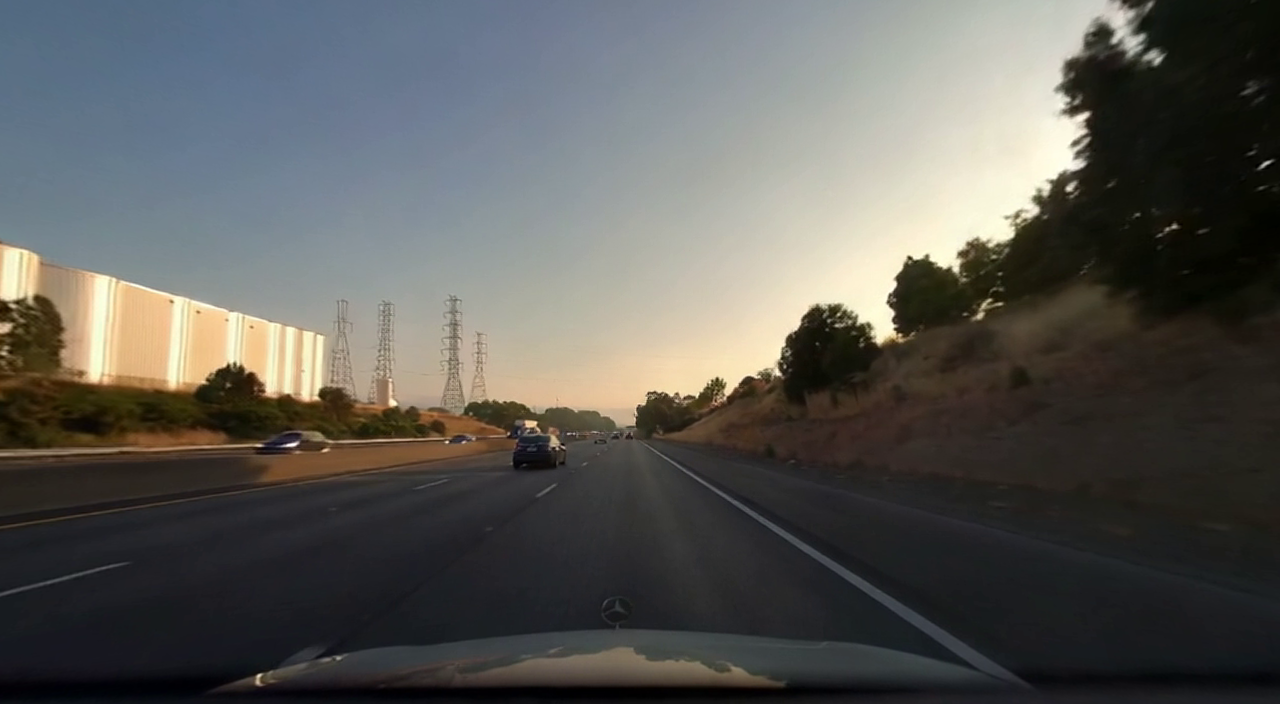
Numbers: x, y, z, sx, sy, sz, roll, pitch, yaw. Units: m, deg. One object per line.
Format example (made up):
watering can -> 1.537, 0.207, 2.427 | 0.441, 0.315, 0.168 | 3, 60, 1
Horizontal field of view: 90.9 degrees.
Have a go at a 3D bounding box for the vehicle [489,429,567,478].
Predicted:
vehicle -> -3.671, 3.397, 21.430 | 1.952, 1.462, 3.969 | 0, -8, 0

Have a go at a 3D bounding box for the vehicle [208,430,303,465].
vehicle -> -19.805, 4.923, 32.760 | 1.990, 1.657, 4.842 | 0, -8, -1
